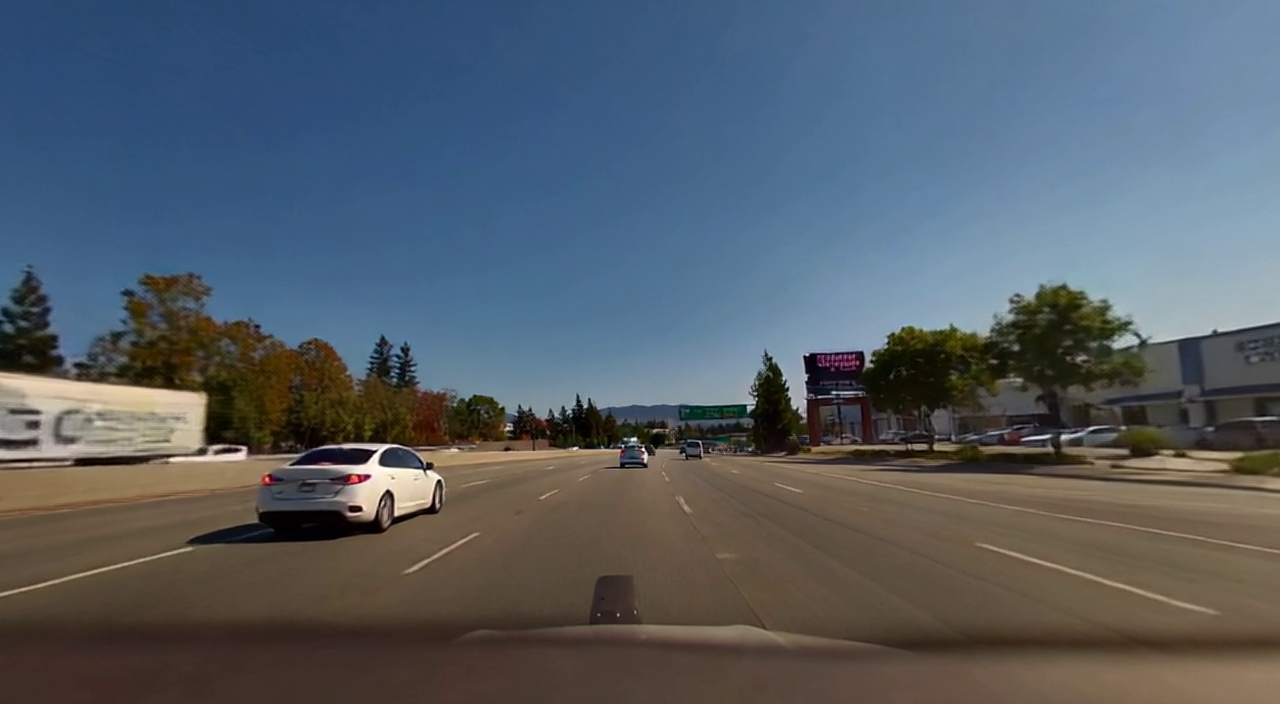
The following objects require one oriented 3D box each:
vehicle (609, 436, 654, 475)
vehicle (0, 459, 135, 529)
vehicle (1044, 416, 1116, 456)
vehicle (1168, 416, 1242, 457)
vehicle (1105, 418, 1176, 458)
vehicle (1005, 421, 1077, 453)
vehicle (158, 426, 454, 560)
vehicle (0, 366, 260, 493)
[{"bbox_3d":[-0.353,5.440,33.431,2.155,1.856,4.796,0,-9,2],"label":"vehicle"},{"bbox_3d":[-14.942,3.347,15.201,1.933,1.441,4.319,0,-9,1],"label":"vehicle"},{"bbox_3d":[23.377,4.489,33.490,4.718,1.998,2.027,8,-12,-42],"label":"vehicle"},{"bbox_3d":[26.677,4.032,29.767,4.472,1.804,2.149,9,-12,-44],"label":"vehicle"},{"bbox_3d":[25.246,4.382,31.821,4.384,1.848,2.061,9,-13,-44],"label":"vehicle"},{"bbox_3d":[23.791,5.074,37.410,4.419,1.749,2.055,6,-11,-37],"label":"vehicle"},{"bbox_3d":[-4.425,1.925,9.411,1.907,1.483,4.562,0,-9,0],"label":"vehicle"},{"bbox_3d":[-22.449,3.351,26.079,3.012,4.161,16.545,0,-9,1],"label":"vehicle"}]
